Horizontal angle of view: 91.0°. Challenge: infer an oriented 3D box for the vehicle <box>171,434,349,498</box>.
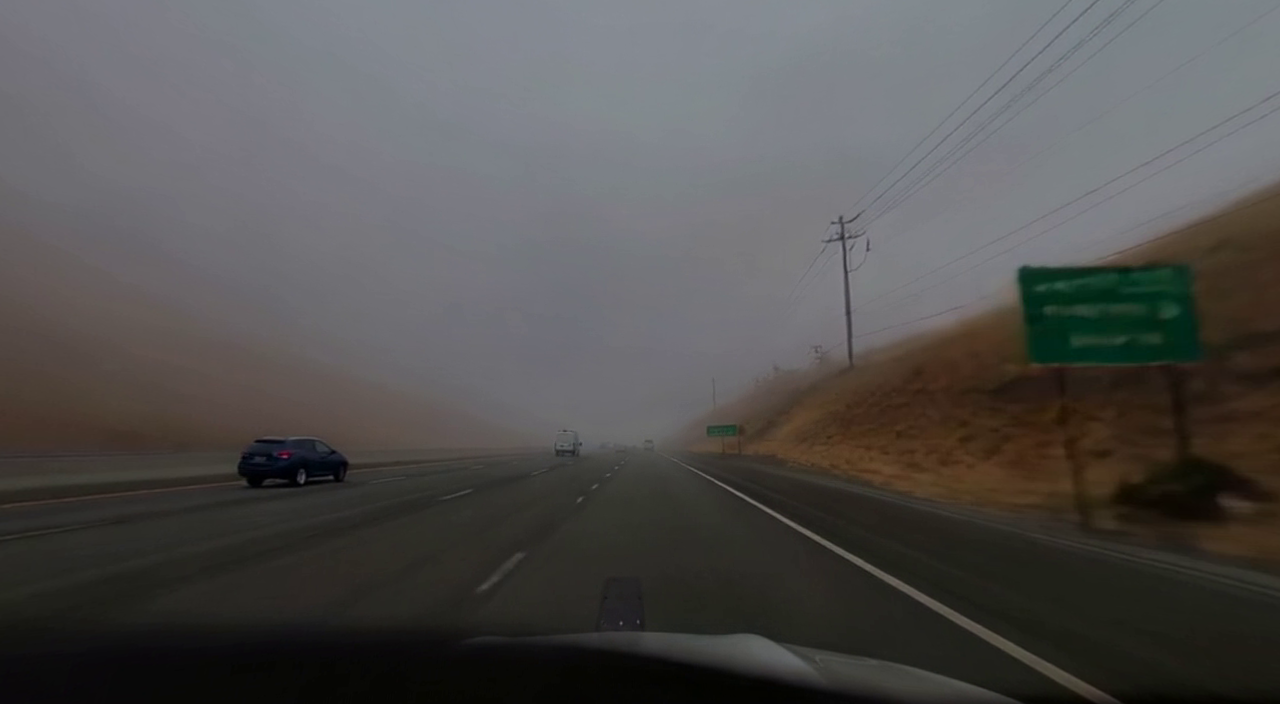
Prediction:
[{"bbox_3d":[-10.553,3.182,18.045,1.971,1.558,4.847,0,-9,1],"label":"vehicle"}]
